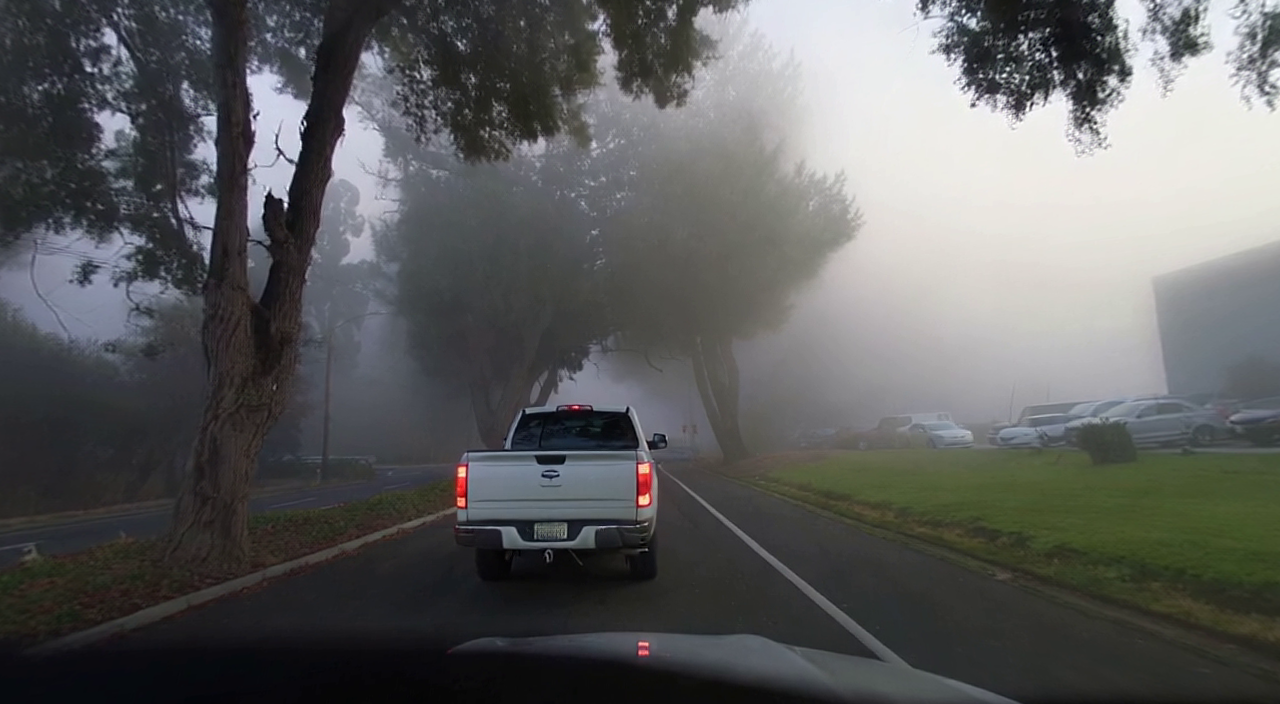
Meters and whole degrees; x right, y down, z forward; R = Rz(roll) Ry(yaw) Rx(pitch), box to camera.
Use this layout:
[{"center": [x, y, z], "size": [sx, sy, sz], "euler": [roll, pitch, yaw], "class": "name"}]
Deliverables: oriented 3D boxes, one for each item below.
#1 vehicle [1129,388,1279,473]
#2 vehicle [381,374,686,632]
[{"center": [11.882, 1.417, 11.474], "size": [4.298, 1.392, 1.944], "euler": [-1, -8, 2], "class": "vehicle"}, {"center": [-0.684, 1.435, 7.070], "size": [2.157, 1.816, 5.039], "euler": [0, -8, 2], "class": "vehicle"}]
